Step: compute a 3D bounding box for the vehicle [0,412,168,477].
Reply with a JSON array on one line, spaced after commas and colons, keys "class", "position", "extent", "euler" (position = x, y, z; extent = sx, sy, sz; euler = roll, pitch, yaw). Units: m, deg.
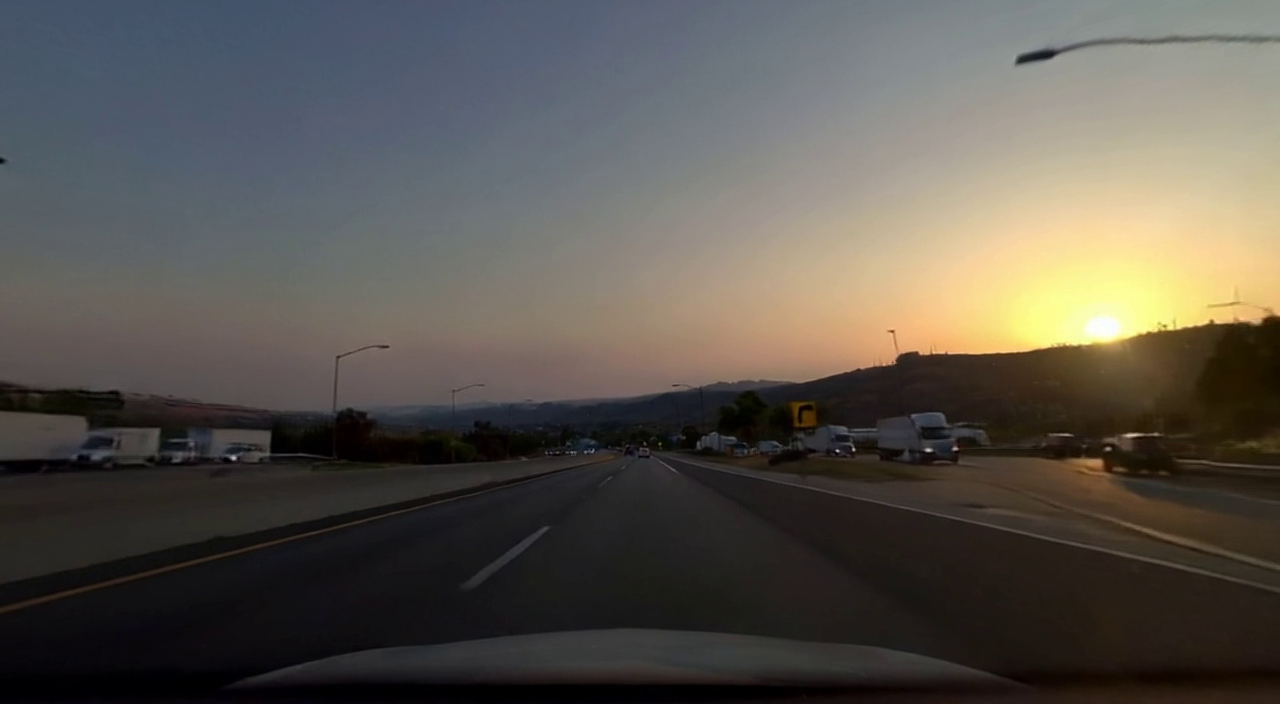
[{"class": "vehicle", "position": [-34.831, 5.081, 33.938], "extent": [2.758, 3.295, 20.564], "euler": [-3, -10, 0]}]

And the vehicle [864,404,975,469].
[{"class": "vehicle", "position": [20.588, 6.447, 47.745], "extent": [2.840, 4.125, 15.151], "euler": [-1, -8, 5]}]
